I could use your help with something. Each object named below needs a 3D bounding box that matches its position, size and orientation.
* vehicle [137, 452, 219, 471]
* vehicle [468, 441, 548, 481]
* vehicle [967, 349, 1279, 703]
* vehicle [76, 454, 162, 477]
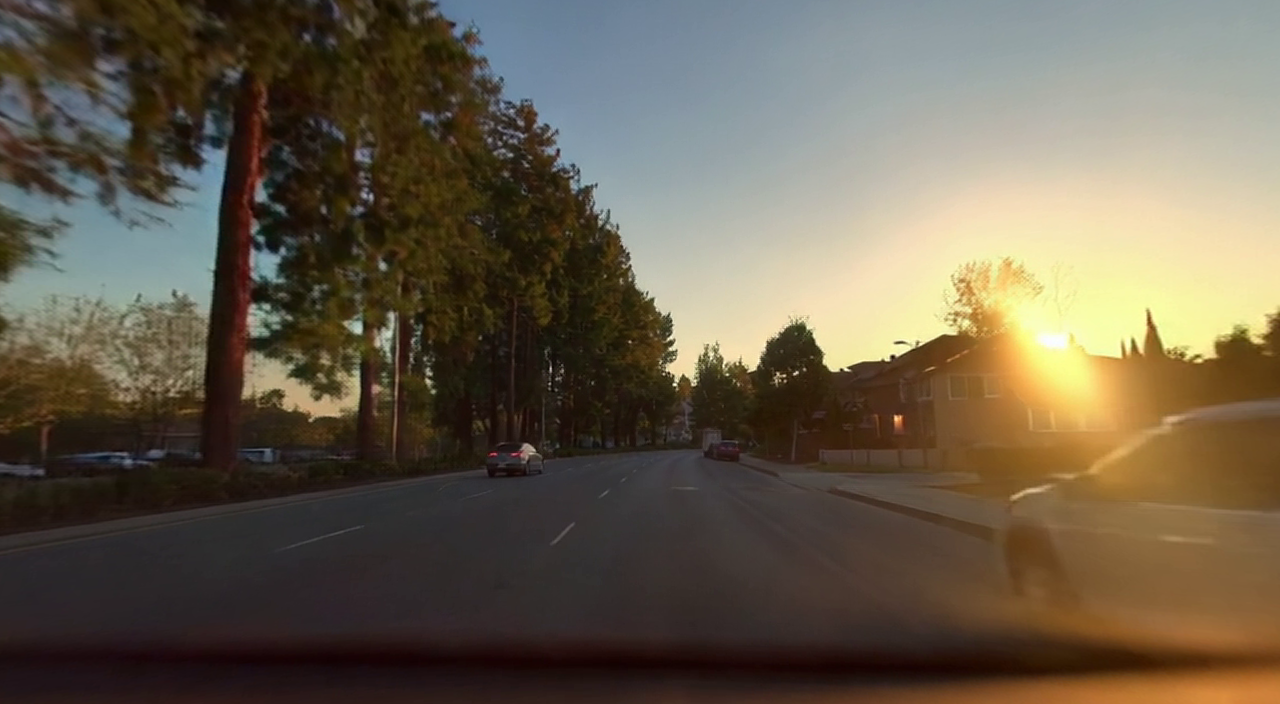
[{"bbox_3d":[-35.731,8.491,48.817,4.690,1.435,1.908,2,-10,-8],"label":"vehicle"},{"bbox_3d":[-5.186,4.343,25.445,2.060,1.473,4.645,0,-8,2],"label":"vehicle"},{"bbox_3d":[3.659,0.864,2.704,2.064,1.697,4.718,0,-8,1],"label":"vehicle"},{"bbox_3d":[-34.553,7.503,41.885,3.856,1.439,1.884,2,-9,-13],"label":"vehicle"}]
